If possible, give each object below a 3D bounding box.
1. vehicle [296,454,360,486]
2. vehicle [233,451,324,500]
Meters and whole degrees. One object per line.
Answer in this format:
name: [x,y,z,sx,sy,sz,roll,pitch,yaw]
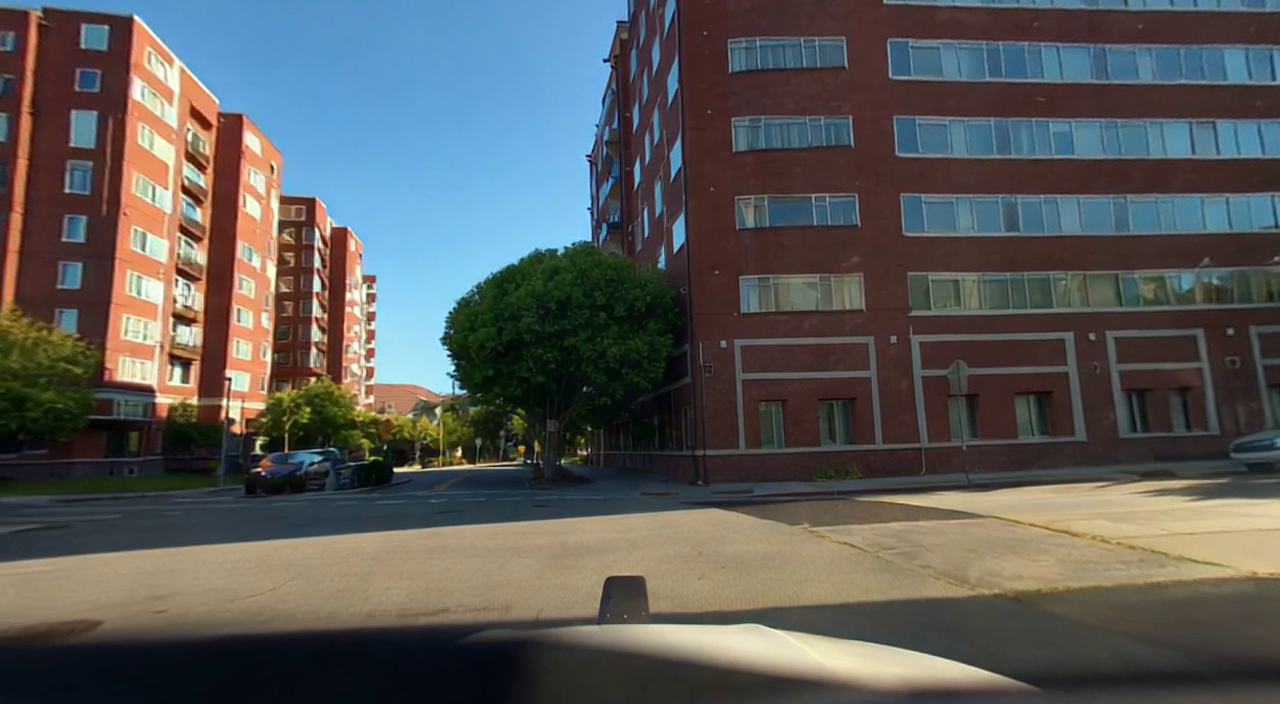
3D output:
vehicle: [-15.850,5.982,32.247,1.941,1.442,4.384,2,-9,-14]
vehicle: [-13.208,4.475,23.330,2.027,1.475,4.522,0,-8,-18]
